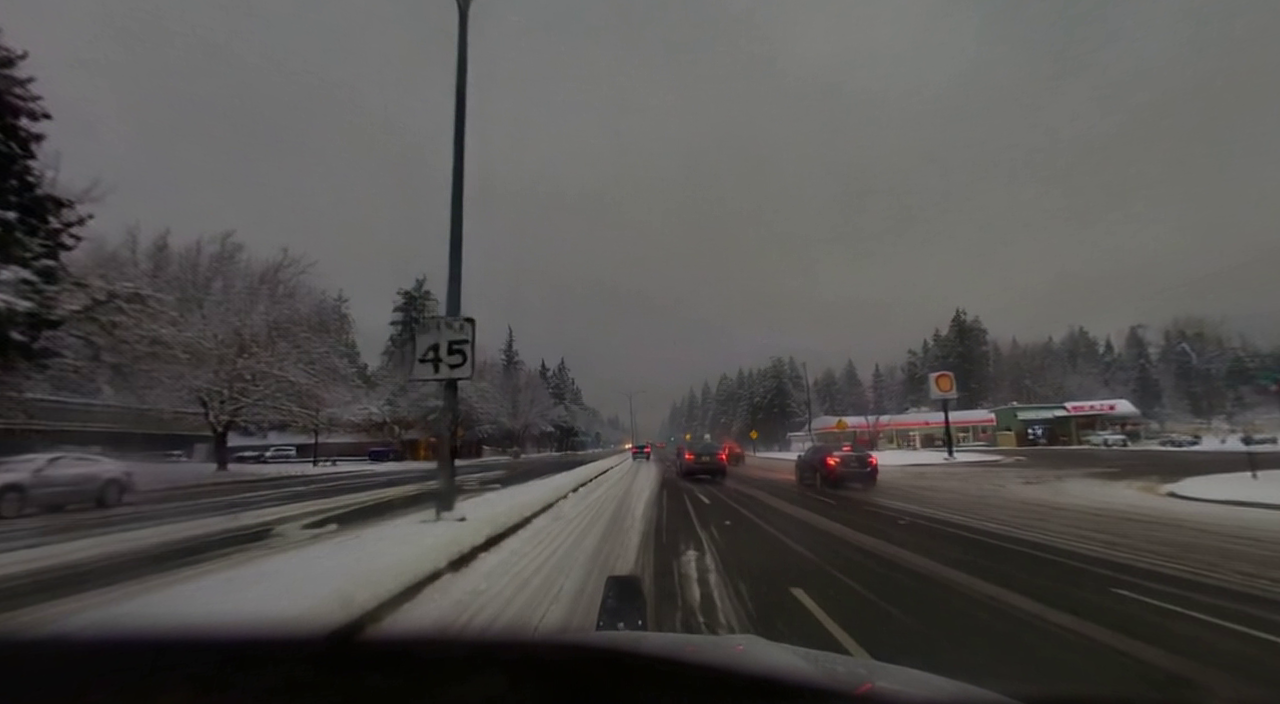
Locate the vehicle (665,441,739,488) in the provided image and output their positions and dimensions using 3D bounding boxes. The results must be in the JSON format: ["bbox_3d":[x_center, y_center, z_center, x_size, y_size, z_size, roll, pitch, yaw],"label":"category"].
[{"bbox_3d":[2.091,3.962,22.517,1.971,1.479,4.493,0,-8,-3],"label":"vehicle"}]

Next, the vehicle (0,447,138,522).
[{"bbox_3d":[-15.782,3.270,15.894,2.006,1.714,4.829,0,-8,2],"label":"vehicle"}]

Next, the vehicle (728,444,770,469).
[{"bbox_3d":[7.009,6.725,40.691,1.930,1.479,4.477,0,-8,0],"label":"vehicle"}]

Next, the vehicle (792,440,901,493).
[{"bbox_3d":[6.399,3.582,20.053,1.918,1.484,4.456,0,-8,-1],"label":"vehicle"}]
